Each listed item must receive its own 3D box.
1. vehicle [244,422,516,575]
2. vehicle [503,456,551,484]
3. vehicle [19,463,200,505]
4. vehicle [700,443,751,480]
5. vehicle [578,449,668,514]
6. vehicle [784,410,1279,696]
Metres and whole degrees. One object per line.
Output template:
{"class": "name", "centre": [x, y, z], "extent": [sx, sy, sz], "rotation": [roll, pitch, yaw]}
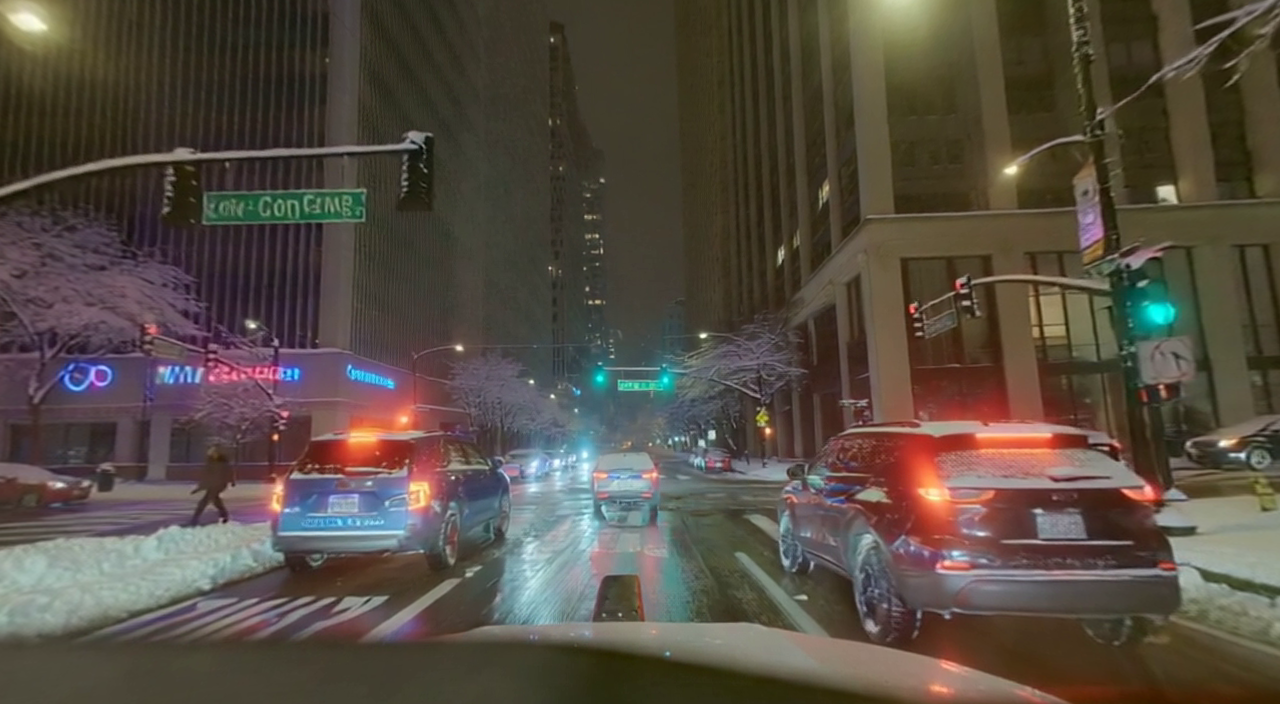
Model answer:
{"class": "vehicle", "centre": [-3.678, 2.171, 10.376], "extent": [2.190, 1.840, 5.272], "rotation": [0, -8, 0]}
{"class": "vehicle", "centre": [-6.669, 7.015, 37.875], "extent": [2.052, 1.471, 4.225], "rotation": [0, -8, 1]}
{"class": "vehicle", "centre": [-20.331, 5.072, 24.393], "extent": [5.153, 1.449, 1.966], "rotation": [0, -8, 0]}
{"class": "vehicle", "centre": [5.670, 7.351, 42.689], "extent": [2.420, 2.300, 5.313], "rotation": [0, -8, -2]}
{"class": "vehicle", "centre": [-0.390, 3.335, 16.829], "extent": [2.092, 1.454, 4.132], "rotation": [0, -8, 0]}
{"class": "vehicle", "centre": [3.042, 1.581, 6.322], "extent": [2.072, 1.735, 4.759], "rotation": [0, -8, 0]}
